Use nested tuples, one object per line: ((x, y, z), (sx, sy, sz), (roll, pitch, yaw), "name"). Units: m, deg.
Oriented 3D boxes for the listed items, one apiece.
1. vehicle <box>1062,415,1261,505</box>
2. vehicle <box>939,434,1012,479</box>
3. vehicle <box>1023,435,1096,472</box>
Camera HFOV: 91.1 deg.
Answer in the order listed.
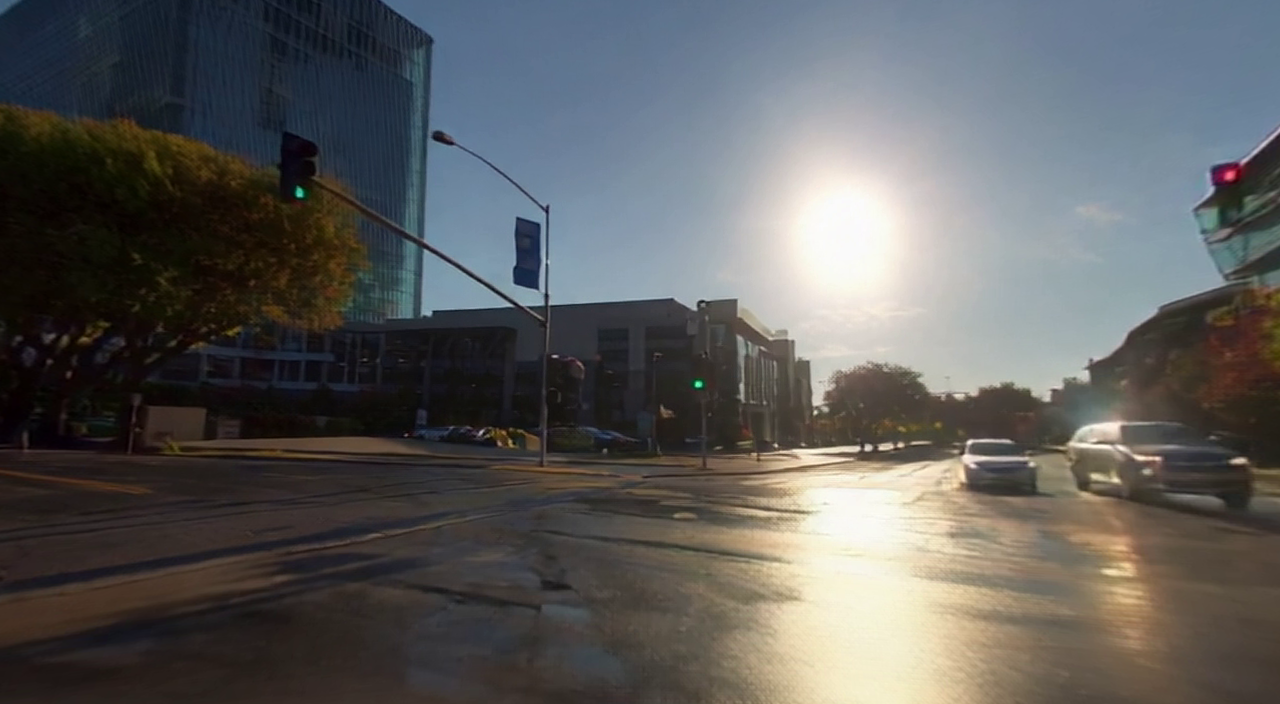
((11.675, 2.432, 14.558), (2.018, 1.699, 4.751), (-3, -9, 21), "vehicle")
((12.369, 3.837, 23.290), (2.068, 1.486, 4.664), (-4, -10, 27), "vehicle")
((17.938, 4.334, 27.045), (1.973, 1.456, 4.287), (-4, -9, 26), "vehicle")
